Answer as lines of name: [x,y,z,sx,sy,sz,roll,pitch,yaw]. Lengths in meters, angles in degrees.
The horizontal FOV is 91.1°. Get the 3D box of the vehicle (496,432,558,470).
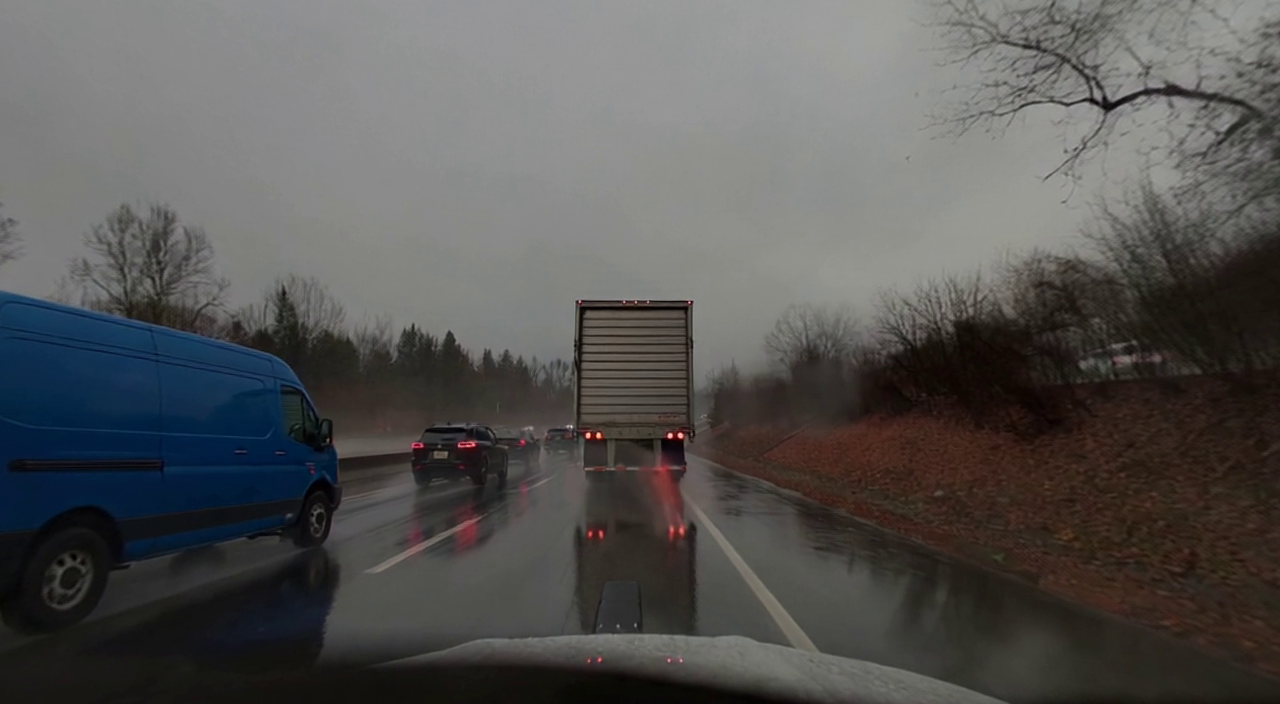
vehicle: [-4.870,4.341,27.818,1.931,1.539,4.441,0,-8,0]

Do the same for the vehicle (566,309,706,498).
vehicle: [-0.054,1.734,18.476,2.953,4.041,10.072,0,-8,0]

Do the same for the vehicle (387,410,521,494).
vehicle: [-4.903,2.715,17.486,2.168,1.985,4.952,0,-8,0]

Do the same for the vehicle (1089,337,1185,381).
vehicle: [27.409,0.456,34.894,2.034,1.625,4.809,6,-7,9]

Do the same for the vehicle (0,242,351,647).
vehicle: [-5.253,0.839,5.851,2.478,2.515,5.438,0,-8,0]
